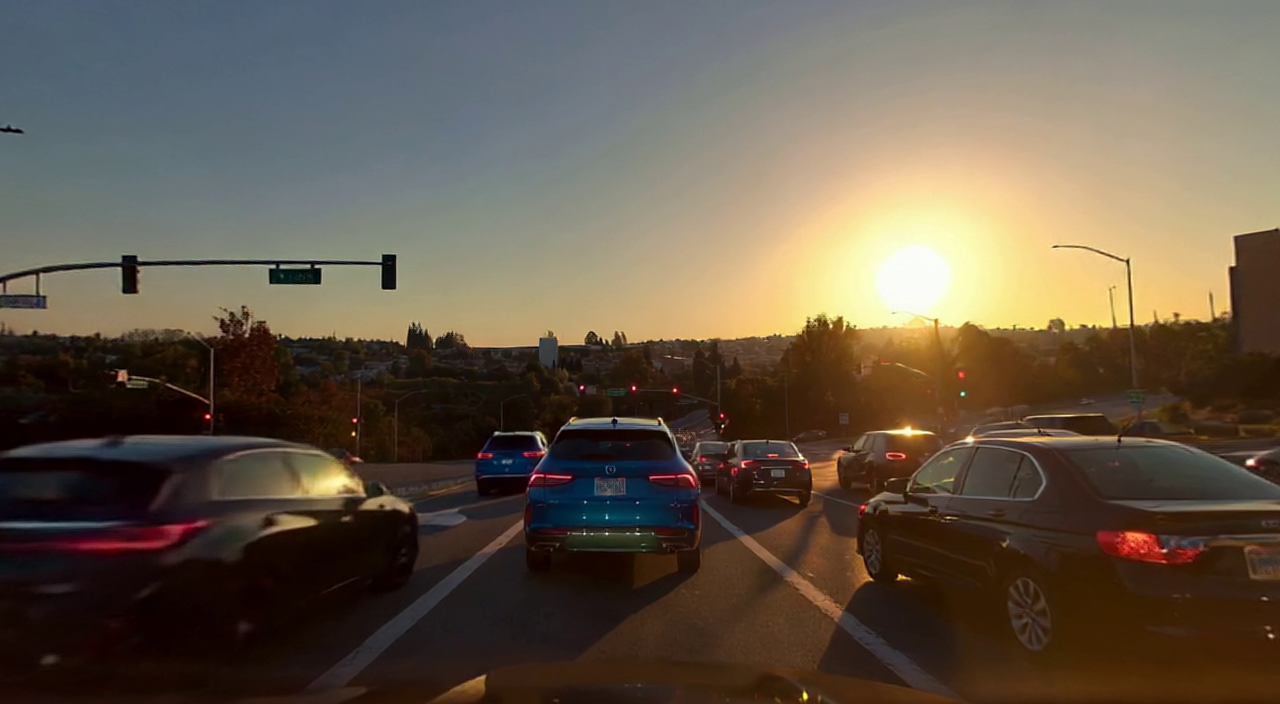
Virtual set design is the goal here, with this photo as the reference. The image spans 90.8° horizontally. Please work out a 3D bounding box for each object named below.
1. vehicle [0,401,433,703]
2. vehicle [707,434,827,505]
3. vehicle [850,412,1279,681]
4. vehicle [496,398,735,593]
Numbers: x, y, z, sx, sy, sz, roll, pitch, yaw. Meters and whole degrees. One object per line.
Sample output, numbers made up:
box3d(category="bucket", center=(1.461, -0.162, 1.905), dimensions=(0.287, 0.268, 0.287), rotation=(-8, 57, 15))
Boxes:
box3d(category="vehicle", center=(-3.168, 1.241, 4.363), dimensions=(2.077, 1.493, 4.281), rotation=(0, -9, -1))
box3d(category="vehicle", center=(2.974, 2.855, 15.769), dimensions=(1.950, 1.506, 4.086), rotation=(0, -8, -3))
box3d(category="vehicle", center=(3.618, 1.394, 5.696), dimensions=(1.861, 1.478, 4.185), rotation=(0, -8, -2))
box3d(category="vehicle", center=(-0.273, 1.557, 7.616), dimensions=(2.101, 1.707, 3.904), rotation=(0, -8, -2))
